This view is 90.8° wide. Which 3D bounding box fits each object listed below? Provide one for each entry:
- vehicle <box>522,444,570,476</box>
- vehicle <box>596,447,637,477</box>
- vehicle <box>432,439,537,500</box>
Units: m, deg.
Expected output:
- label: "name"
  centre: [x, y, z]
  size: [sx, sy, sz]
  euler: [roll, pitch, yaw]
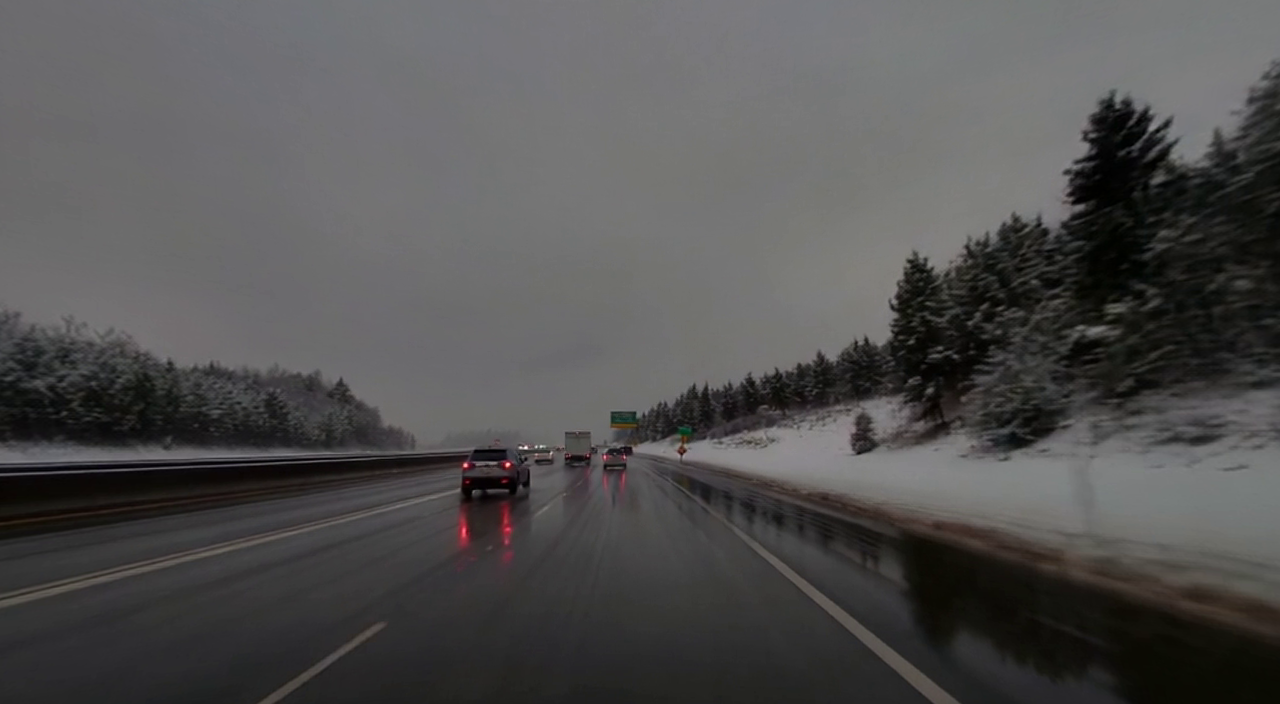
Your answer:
- label: "vehicle"
  centre: [-5.057, 5.881, 34.552]
  size: [2.118, 1.624, 4.032]
  euler: [0, -9, -1]
- label: "vehicle"
  centre: [-1.249, 5.743, 33.262]
  size: [1.988, 1.440, 4.201]
  euler: [0, -9, -2]
- label: "vehicle"
  centre: [-4.578, 3.532, 19.308]
  size: [2.208, 1.619, 4.162]
  euler: [0, -9, -1]
